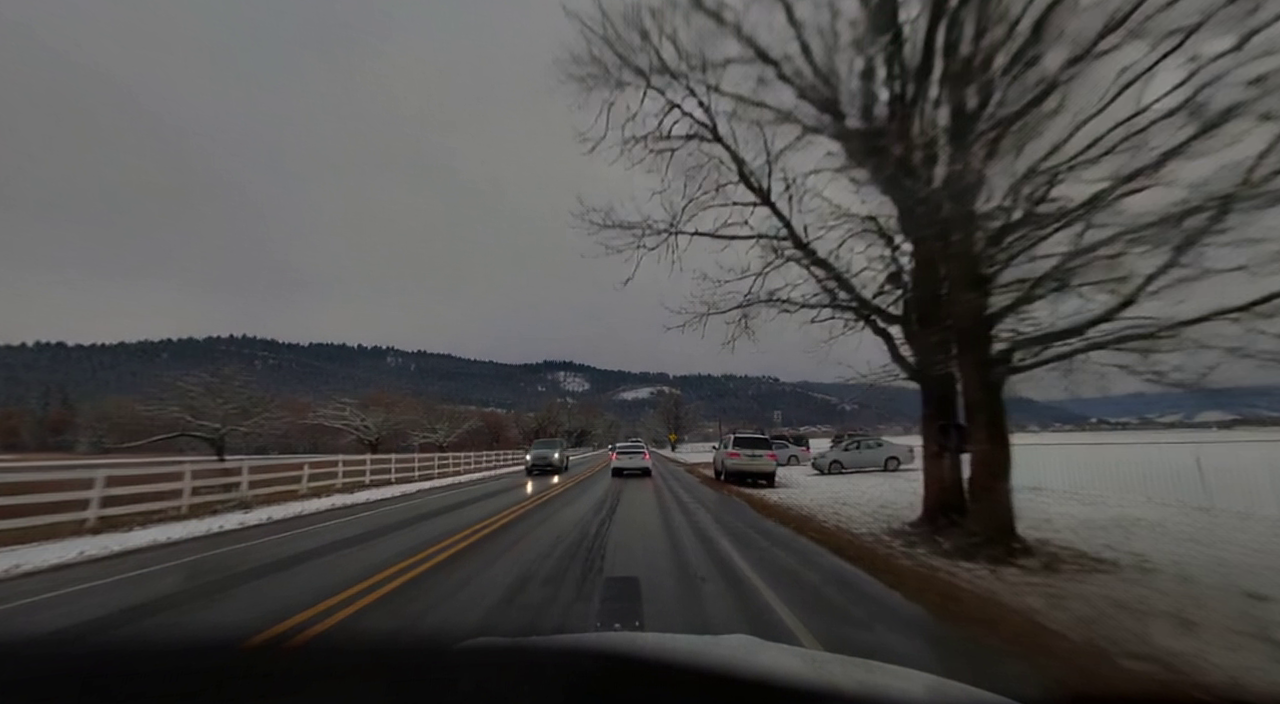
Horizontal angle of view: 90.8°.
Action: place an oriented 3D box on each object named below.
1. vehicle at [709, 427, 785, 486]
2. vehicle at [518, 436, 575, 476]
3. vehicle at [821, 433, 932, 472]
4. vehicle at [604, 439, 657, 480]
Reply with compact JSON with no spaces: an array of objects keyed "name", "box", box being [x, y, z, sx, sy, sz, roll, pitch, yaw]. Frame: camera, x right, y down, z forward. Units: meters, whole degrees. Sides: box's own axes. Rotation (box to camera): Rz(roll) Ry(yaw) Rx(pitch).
[{"name":"vehicle","box":[3.886,3.914,23.922,2.348,1.969,5.269,-1,-9,5]},{"name":"vehicle","box":[-4.945,5.603,34.119,2.221,1.965,5.135,0,-9,1]},{"name":"vehicle","box":[9.999,4.287,27.100,1.975,1.545,4.333,3,-9,-22]},{"name":"vehicle","box":[-0.391,4.683,27.799,2.158,1.669,4.006,0,-9,0]}]
